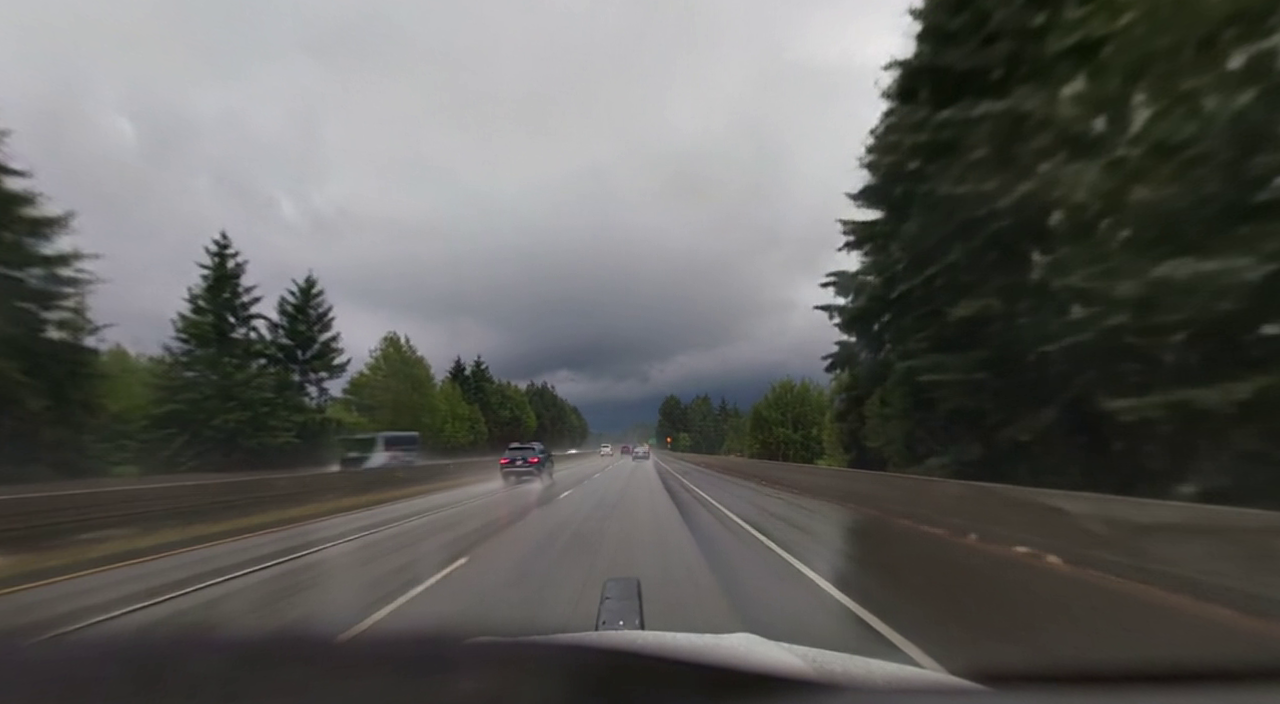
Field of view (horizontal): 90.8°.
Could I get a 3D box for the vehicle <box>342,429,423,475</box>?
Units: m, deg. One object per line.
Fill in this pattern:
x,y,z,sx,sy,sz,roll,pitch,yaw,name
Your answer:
-16.532,6.474,41.071,2.419,2.745,6.688,0,-9,0,vehicle

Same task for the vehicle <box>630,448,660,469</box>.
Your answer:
0.300,7.677,45.747,2.046,1.452,4.407,0,-9,-1,vehicle

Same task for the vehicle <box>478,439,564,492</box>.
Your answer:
-4.029,3.925,22.151,2.100,1.667,4.223,0,-9,1,vehicle
